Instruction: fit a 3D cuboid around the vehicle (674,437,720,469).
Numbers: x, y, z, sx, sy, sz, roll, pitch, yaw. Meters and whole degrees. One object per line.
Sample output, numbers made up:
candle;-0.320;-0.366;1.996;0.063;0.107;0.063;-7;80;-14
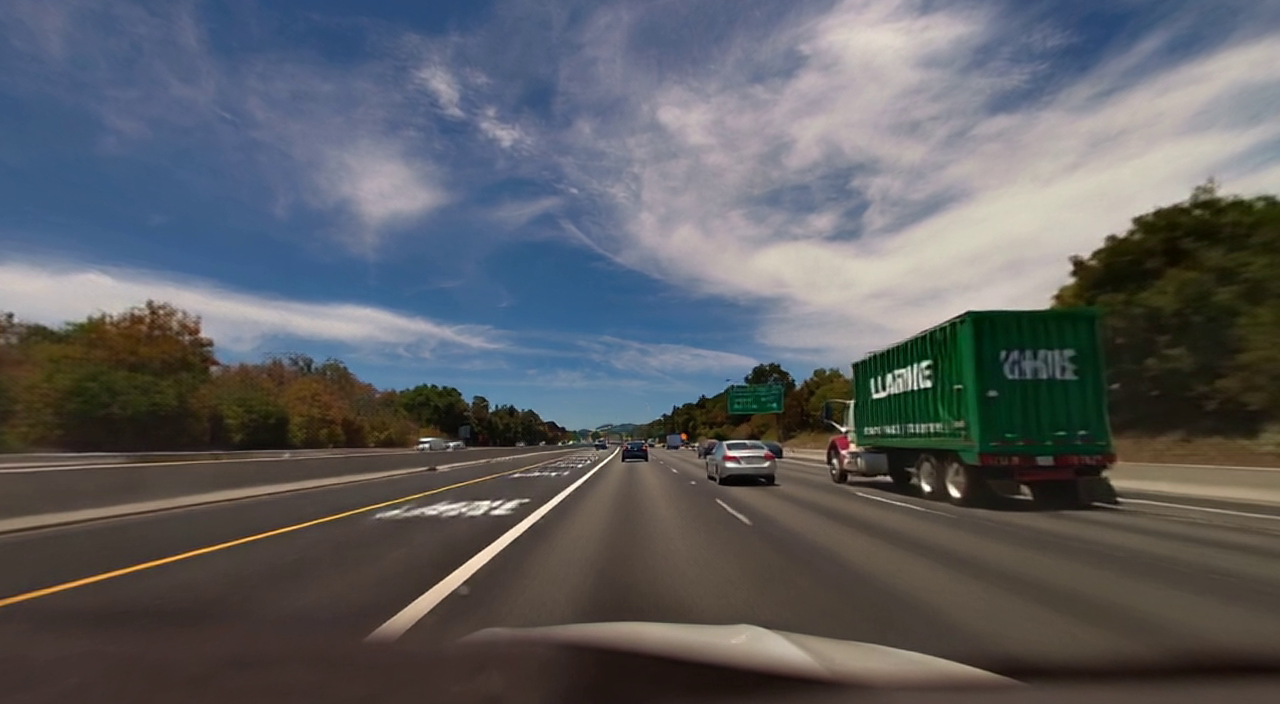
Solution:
vehicle;2.908;5.235;32.951;1.856;1.517;4.198;0;-9;-2

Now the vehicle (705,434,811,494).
vehicle;3.205;3.167;18.271;1.993;1.504;4.781;0;-9;-2

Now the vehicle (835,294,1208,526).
vehicle;7.305;1.505;14.283;2.799;3.655;8.627;0;-9;-1

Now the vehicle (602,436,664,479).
vehicle;-0.272;3.923;23.752;2.098;1.475;3.997;0;-8;-1
